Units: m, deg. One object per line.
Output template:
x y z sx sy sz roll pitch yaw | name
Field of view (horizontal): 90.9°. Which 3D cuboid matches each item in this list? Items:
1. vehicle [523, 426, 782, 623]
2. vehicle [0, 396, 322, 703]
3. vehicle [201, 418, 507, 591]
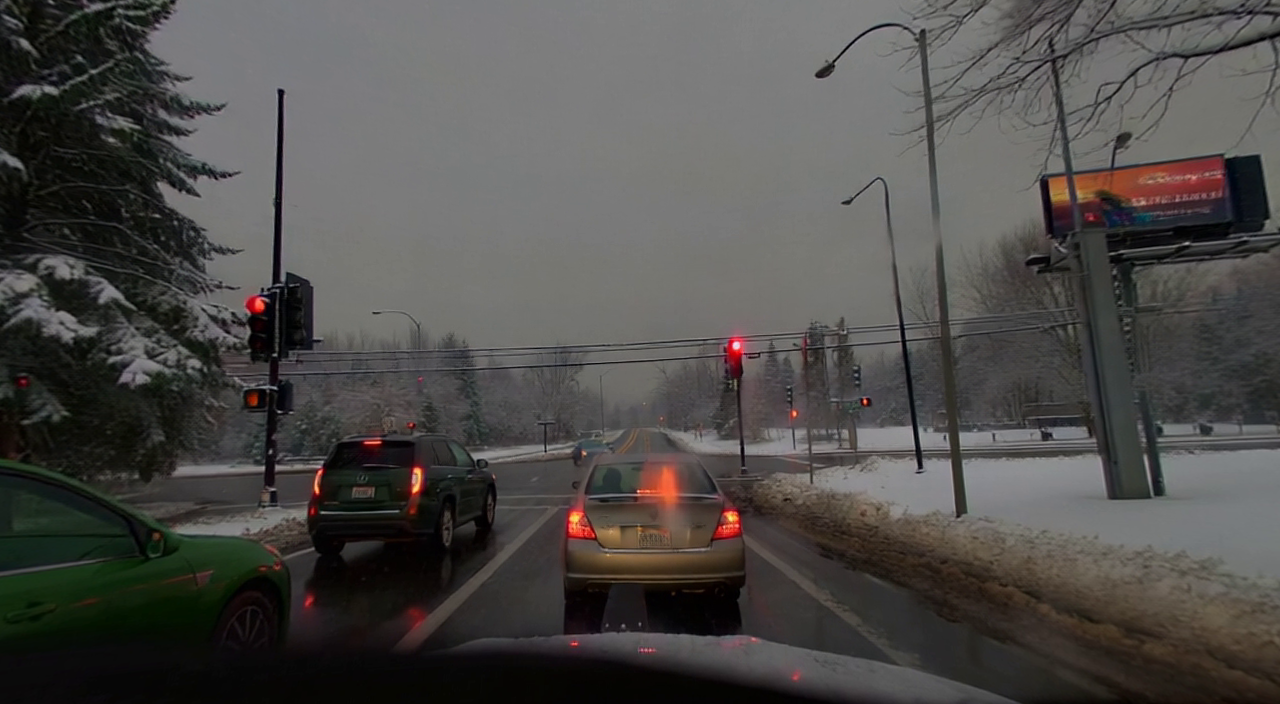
0.025 1.586 6.615 1.977 1.467 3.474 0 -9 -2 | vehicle
-3.158 0.959 2.404 1.808 1.520 3.846 -1 -9 1 | vehicle
-3.176 1.783 8.134 1.950 1.628 4.082 -1 -9 1 | vehicle
